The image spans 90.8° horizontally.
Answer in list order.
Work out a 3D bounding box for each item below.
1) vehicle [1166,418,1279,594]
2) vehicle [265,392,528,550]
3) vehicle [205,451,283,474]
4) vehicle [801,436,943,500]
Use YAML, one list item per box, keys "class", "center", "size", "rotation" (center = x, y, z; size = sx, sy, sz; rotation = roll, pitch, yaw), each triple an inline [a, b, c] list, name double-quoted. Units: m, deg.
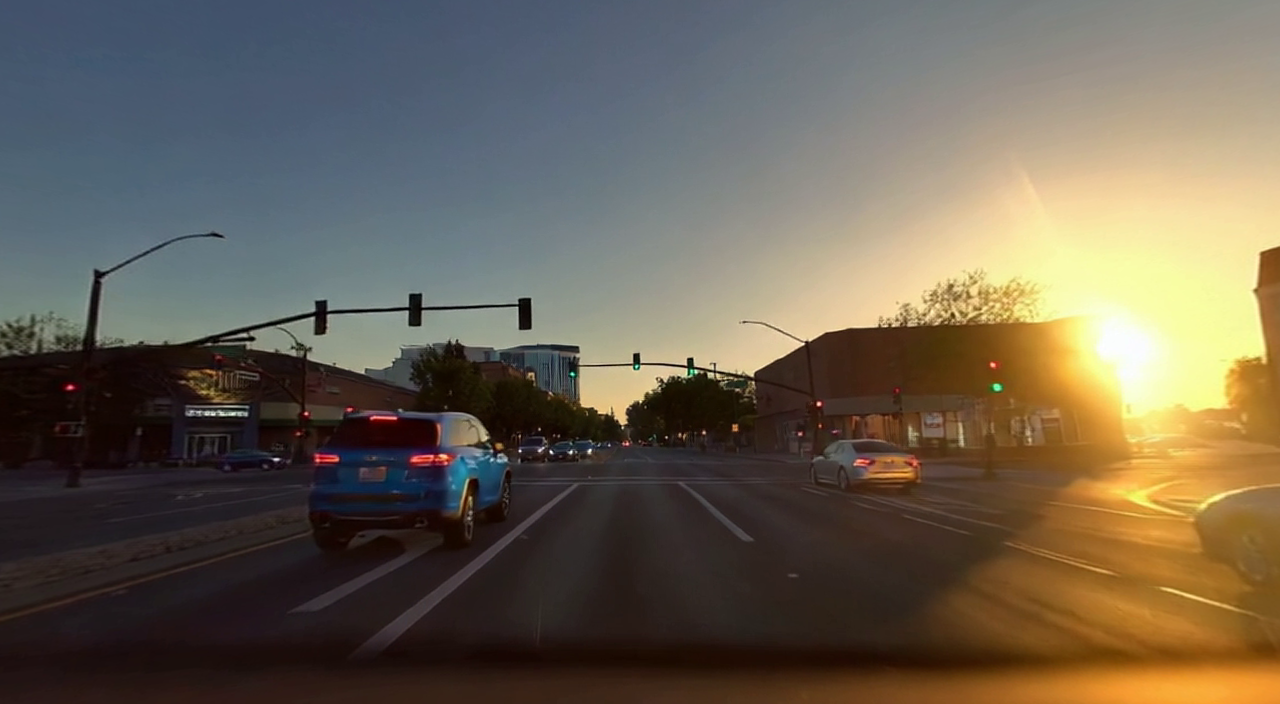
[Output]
- class: "vehicle"
  center: [6.712, 1.167, 4.288]
  size: [2.014, 1.539, 4.852]
  rotation: [0, -8, -1]
- class: "vehicle"
  center: [-3.365, 1.798, 10.163]
  size: [2.313, 1.883, 5.016]
  rotation: [0, -8, -1]
- class: "vehicle"
  center: [-28.640, 7.968, 45.737]
  size: [4.495, 1.473, 1.813]
  rotation: [7, -11, -40]
- class: "vehicle"
  center: [6.069, 3.076, 17.274]
  size: [1.972, 1.476, 4.775]
  rotation: [0, -8, -2]
